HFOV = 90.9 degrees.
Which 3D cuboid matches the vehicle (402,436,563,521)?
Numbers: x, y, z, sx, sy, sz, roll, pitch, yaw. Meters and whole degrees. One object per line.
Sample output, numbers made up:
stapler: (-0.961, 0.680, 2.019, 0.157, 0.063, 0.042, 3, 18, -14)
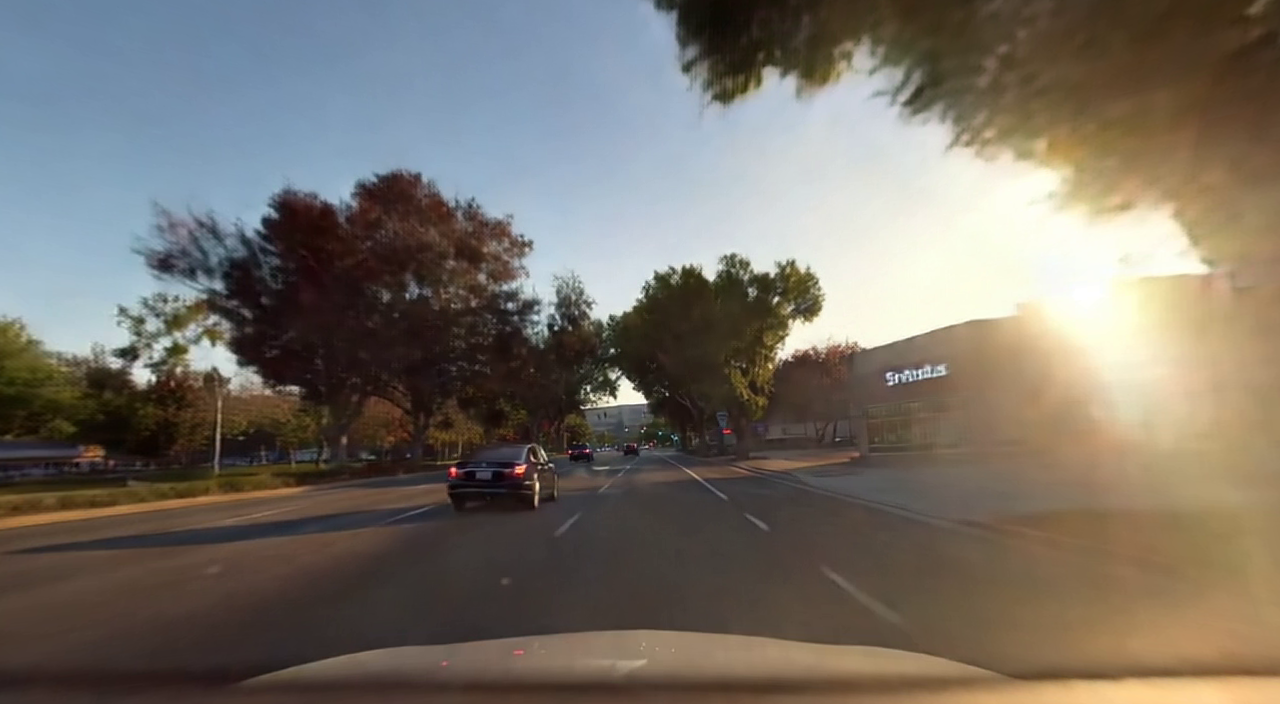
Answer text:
vehicle: (-3.043, 2.551, 13.295, 2.152, 1.479, 4.394, 0, -9, 2)
